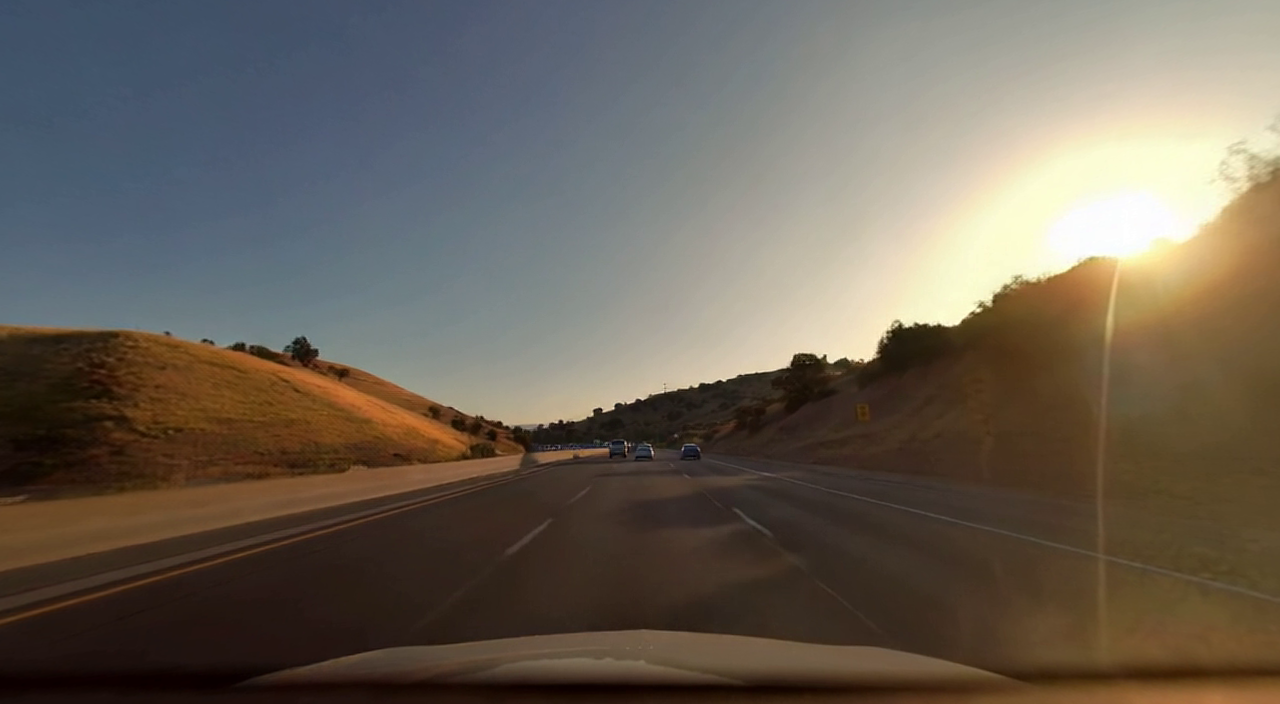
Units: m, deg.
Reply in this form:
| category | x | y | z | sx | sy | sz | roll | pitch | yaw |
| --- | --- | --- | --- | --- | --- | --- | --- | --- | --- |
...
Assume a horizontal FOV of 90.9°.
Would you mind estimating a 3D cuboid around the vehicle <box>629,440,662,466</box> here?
| category | x | y | z | sx | sy | sz | roll | pitch | yaw |
| --- | --- | --- | --- | --- | --- | --- | --- | --- | --- |
| vehicle | 0.324 | 6.437 | 40.382 | 1.986 | 1.576 | 4.312 | 0 | -8 | 0 |

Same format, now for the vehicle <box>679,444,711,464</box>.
| category | x | y | z | sx | sy | sz | roll | pitch | yaw |
| --- | --- | --- | --- | --- | --- | --- | --- | --- | --- |
| vehicle | 3.888 | 7.253 | 44.991 | 1.976 | 1.352 | 3.602 | 0 | -8 | 0 |
